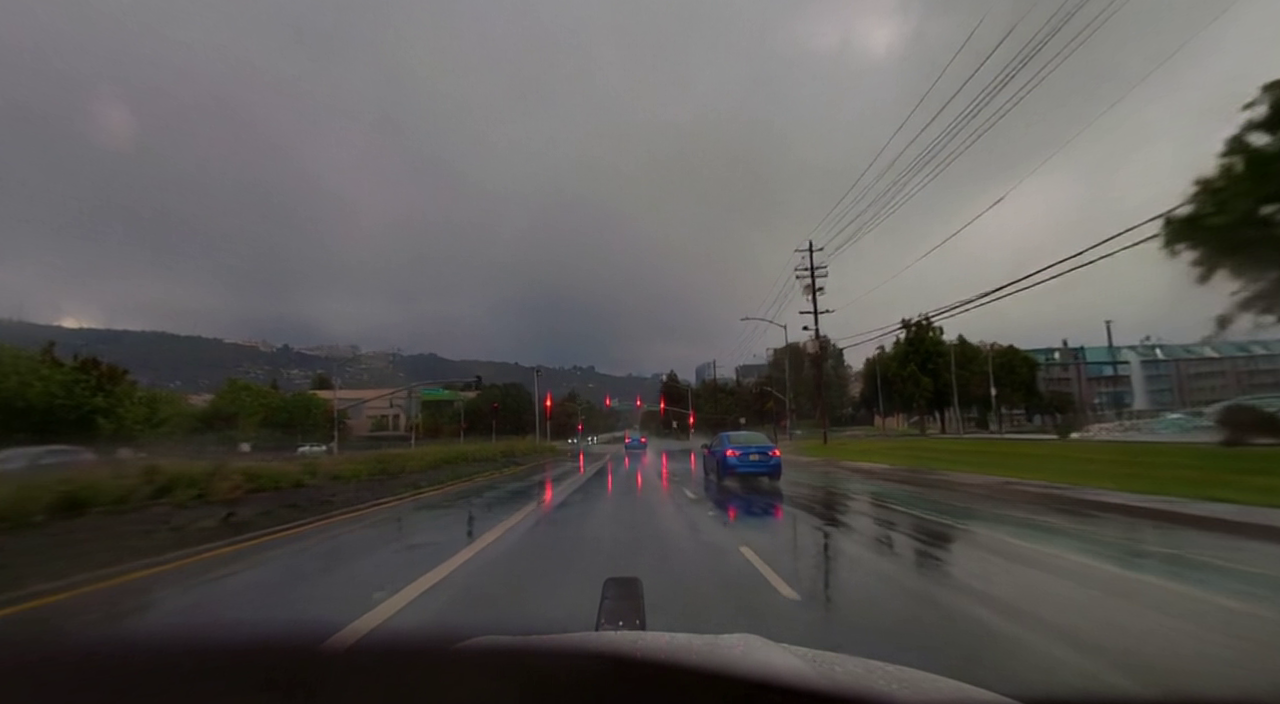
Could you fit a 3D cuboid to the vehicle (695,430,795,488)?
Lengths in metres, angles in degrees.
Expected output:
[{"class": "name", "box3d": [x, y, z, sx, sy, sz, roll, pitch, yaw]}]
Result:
[{"class": "vehicle", "box3d": [2.830, 3.001, 18.095, 2.004, 1.448, 4.263, 0, -8, -2]}]

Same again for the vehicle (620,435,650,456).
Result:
[{"class": "vehicle", "box3d": [-0.374, 6.819, 45.958, 2.110, 1.466, 3.860, 0, -8, -1]}]

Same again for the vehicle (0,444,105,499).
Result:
[{"class": "vehicle", "box3d": [-22.049, 4.208, 22.560, 1.946, 1.787, 4.469, 0, -8, -1]}]
